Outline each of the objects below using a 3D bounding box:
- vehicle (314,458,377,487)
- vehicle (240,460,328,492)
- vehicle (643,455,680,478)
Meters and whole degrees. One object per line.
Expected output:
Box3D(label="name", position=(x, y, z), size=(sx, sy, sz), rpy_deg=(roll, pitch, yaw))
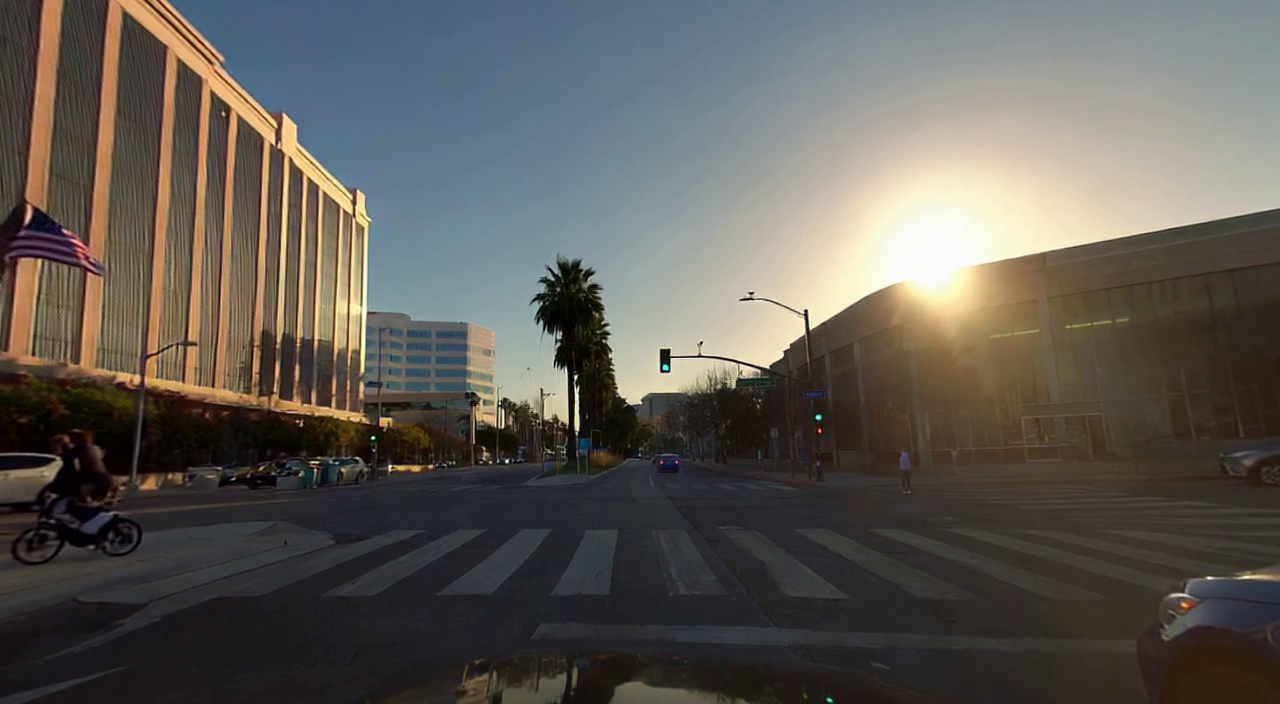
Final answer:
Box3D(label="vehicle", position=(-20.112, 8.231, 43.376), size=(2.043, 1.745, 4.420), rpy_deg=(-1, -9, 2))
Box3D(label="vehicle", position=(-19.892, 6.948, 35.583), size=(2.069, 1.540, 4.774), rpy_deg=(0, -8, 2))
Box3D(label="vehicle", position=(1.483, 8.234, 45.710), size=(2.000, 1.525, 4.273), rpy_deg=(1, -9, -8))
